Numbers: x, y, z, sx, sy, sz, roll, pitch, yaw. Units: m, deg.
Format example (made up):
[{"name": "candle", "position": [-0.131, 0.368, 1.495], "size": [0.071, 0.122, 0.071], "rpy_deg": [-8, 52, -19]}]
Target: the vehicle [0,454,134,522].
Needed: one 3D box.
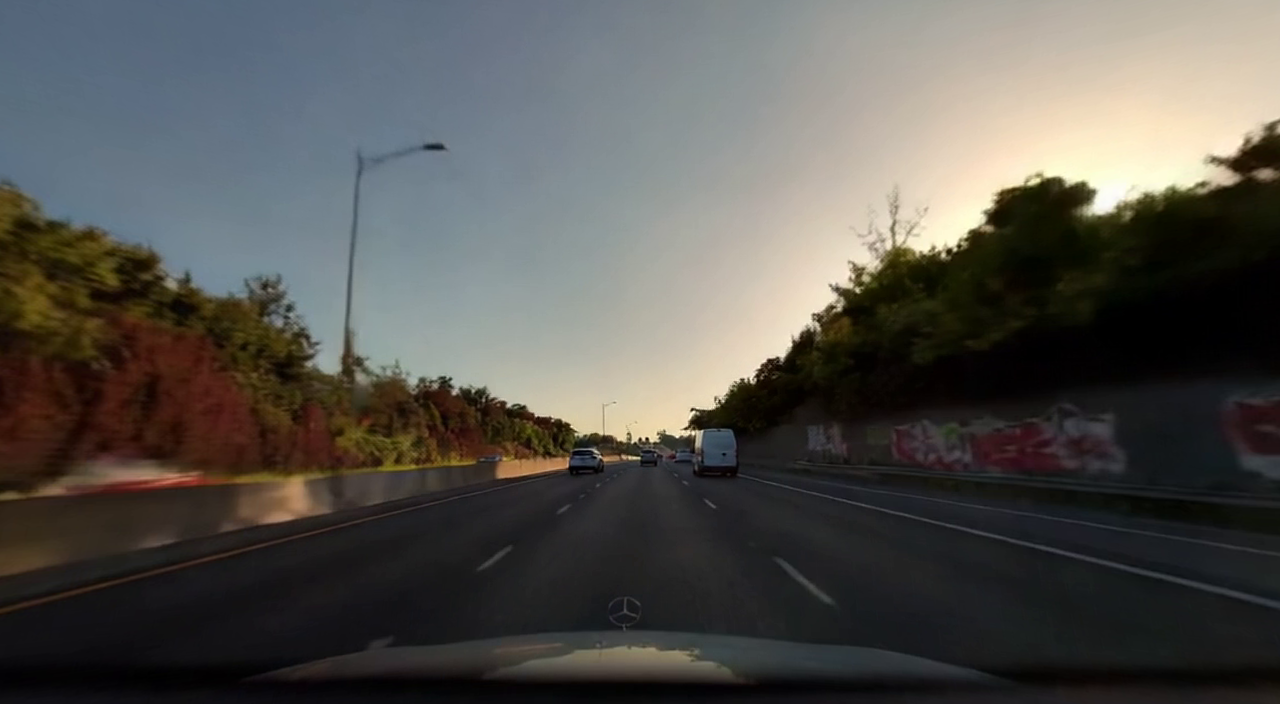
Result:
[{"name": "vehicle", "position": [-15.866, 3.470, 16.532], "size": [1.830, 1.557, 3.942], "rpy_deg": [0, -9, 1]}]

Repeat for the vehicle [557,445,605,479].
[{"name": "vehicle", "position": [-2.907, 5.578, 32.159], "size": [1.964, 1.618, 4.489], "rpy_deg": [0, -9, 0]}]

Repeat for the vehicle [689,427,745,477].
[{"name": "vehicle", "position": [4.286, 5.725, 36.148], "size": [2.469, 2.591, 5.653], "rpy_deg": [0, -9, 0]}]
